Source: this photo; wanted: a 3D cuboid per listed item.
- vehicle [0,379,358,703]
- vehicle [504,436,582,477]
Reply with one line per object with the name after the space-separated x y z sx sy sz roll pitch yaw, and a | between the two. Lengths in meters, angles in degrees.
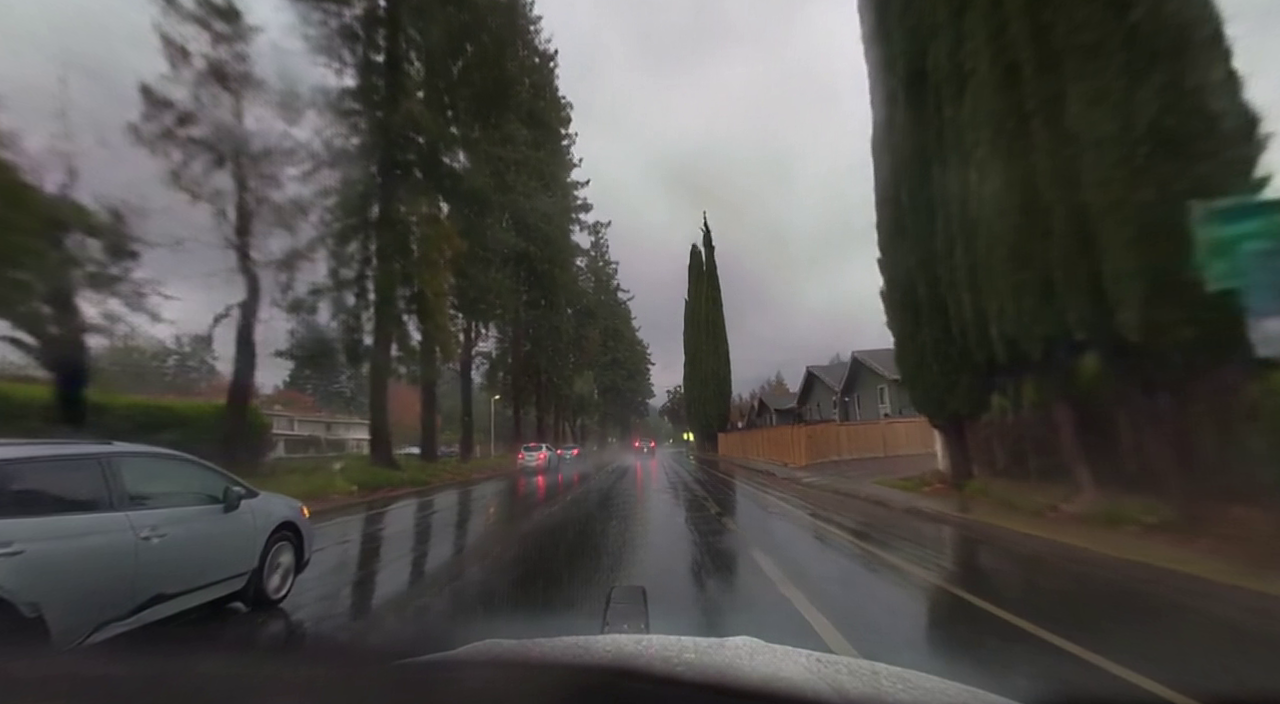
-4.139 1.074 4.137 2.190 1.545 4.943 0 -8 1 | vehicle
-3.725 4.140 25.177 2.188 1.473 4.651 0 -8 3 | vehicle
